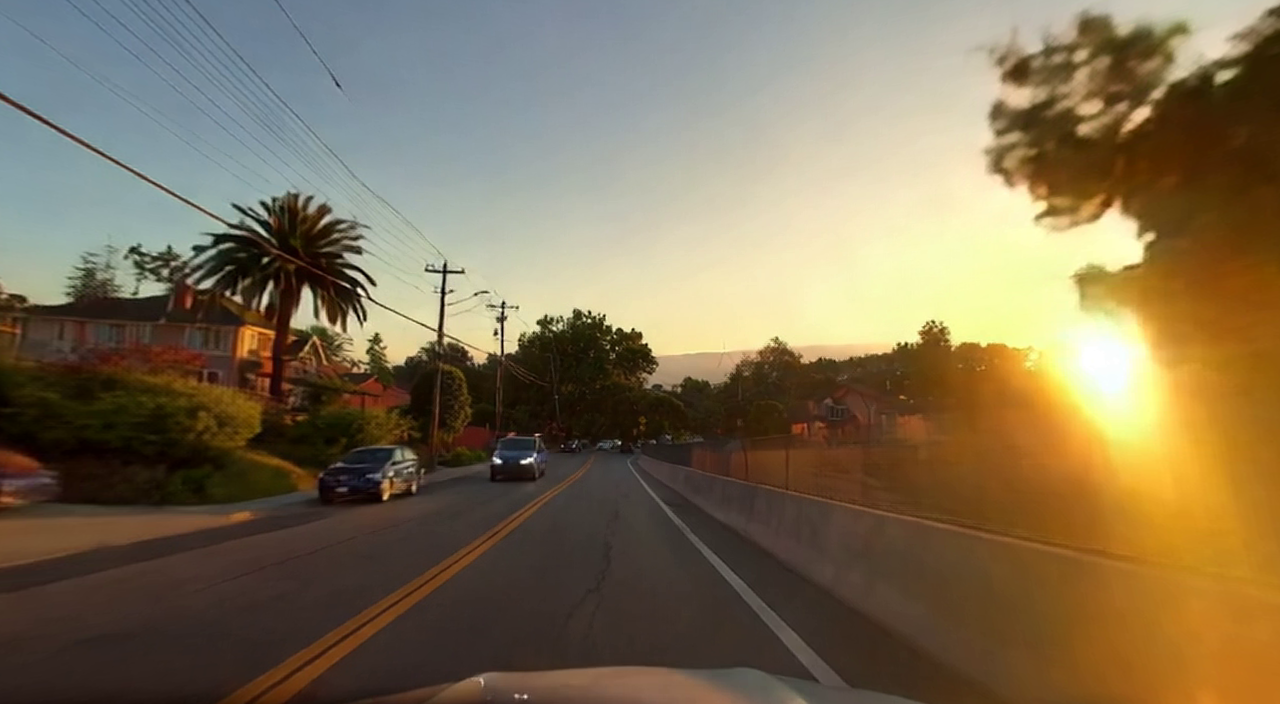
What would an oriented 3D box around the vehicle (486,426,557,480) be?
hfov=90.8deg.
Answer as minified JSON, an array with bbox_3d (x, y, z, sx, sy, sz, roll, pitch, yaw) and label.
[{"bbox_3d":[-4.553,3.982,25.095,2.057,1.905,4.670,0,-8,-2],"label":"vehicle"}]

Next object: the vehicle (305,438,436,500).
[{"bbox_3d":[-7.570,3.312,18.377,1.863,1.522,4.901,0,-8,-3],"label":"vehicle"}]
